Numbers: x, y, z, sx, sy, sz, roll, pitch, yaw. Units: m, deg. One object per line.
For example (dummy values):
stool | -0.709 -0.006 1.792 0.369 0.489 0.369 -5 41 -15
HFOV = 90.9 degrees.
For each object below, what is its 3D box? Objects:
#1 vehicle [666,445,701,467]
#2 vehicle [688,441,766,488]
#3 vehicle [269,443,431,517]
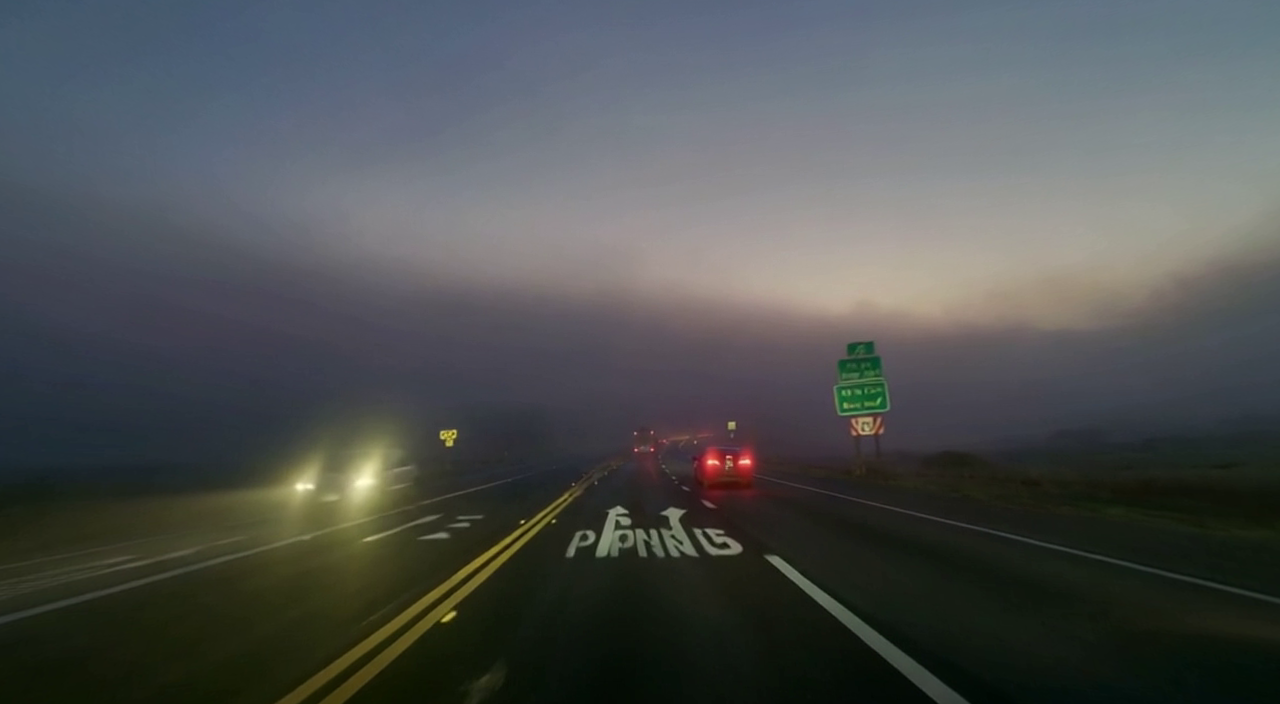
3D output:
vehicle | 3.050 7.451 45.430 2.048 1.468 4.490 0 -8 -2
vehicle | 3.048 4.053 23.057 2.026 1.531 4.273 0 -8 -3
vehicle | -7.804 3.457 17.681 2.168 1.748 4.811 0 -8 1
